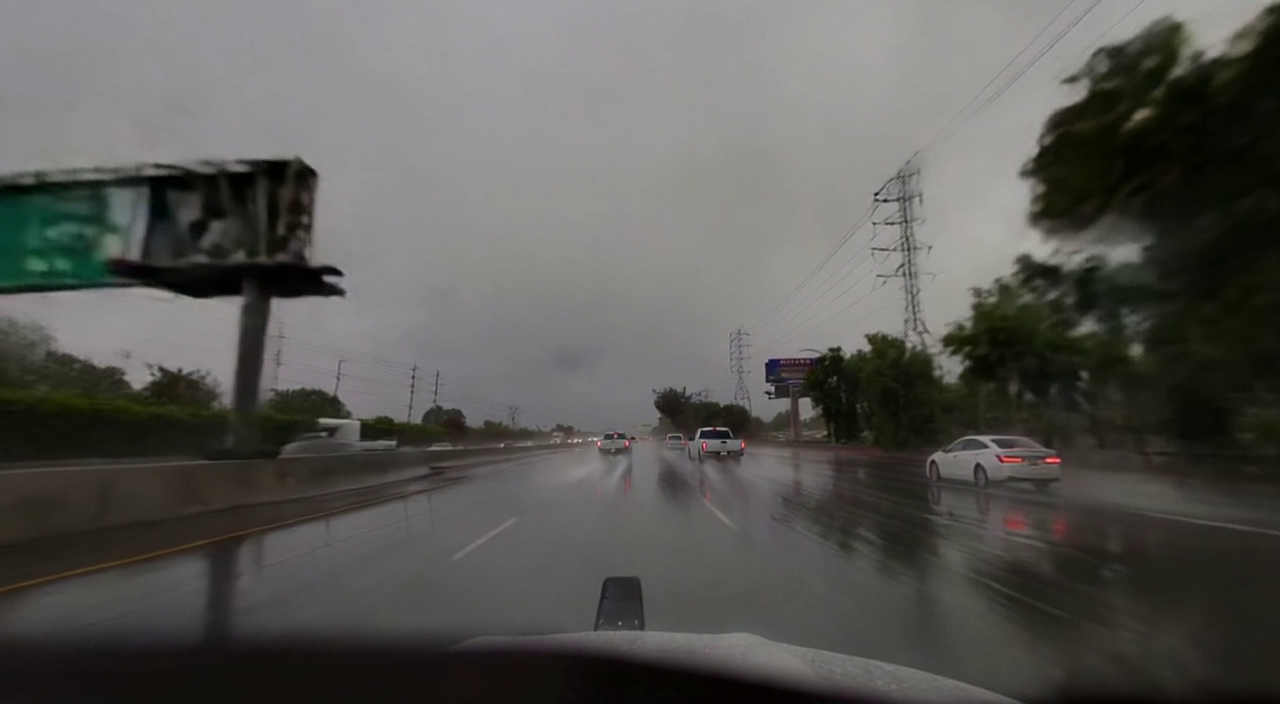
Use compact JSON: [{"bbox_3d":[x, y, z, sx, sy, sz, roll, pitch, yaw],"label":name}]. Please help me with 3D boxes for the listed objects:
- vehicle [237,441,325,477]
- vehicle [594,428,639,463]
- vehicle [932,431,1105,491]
[{"bbox_3d":[-17.789,5.289,31.482,1.846,1.611,4.293,0,-8,0],"label":"vehicle"},{"bbox_3d":[-1.389,5.881,39.692,2.508,2.023,6.176,0,-8,1],"label":"vehicle"},{"bbox_3d":[10.609,3.069,18.173,2.076,1.470,4.644,0,-8,-1],"label":"vehicle"}]
